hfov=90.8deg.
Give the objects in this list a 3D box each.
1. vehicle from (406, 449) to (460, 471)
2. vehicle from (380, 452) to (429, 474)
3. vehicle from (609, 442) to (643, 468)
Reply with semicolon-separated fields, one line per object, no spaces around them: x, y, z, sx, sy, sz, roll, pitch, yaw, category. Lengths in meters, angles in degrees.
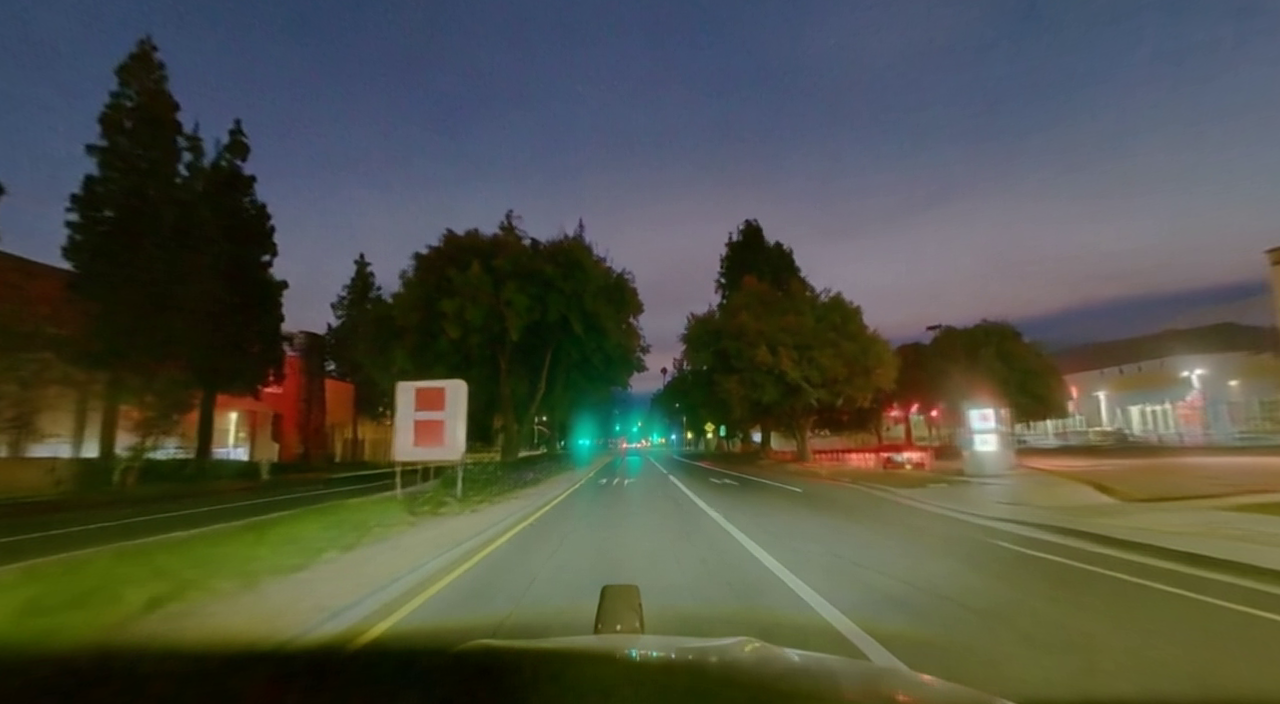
-16.040;8.375;49.182;2.098;1.524;5.102;-1;-9;5;vehicle
-16.233;7.643;43.744;1.792;1.413;4.452;0;-9;-2;vehicle
-0.890;6.417;39.607;2.045;1.510;3.690;0;-9;-2;vehicle
